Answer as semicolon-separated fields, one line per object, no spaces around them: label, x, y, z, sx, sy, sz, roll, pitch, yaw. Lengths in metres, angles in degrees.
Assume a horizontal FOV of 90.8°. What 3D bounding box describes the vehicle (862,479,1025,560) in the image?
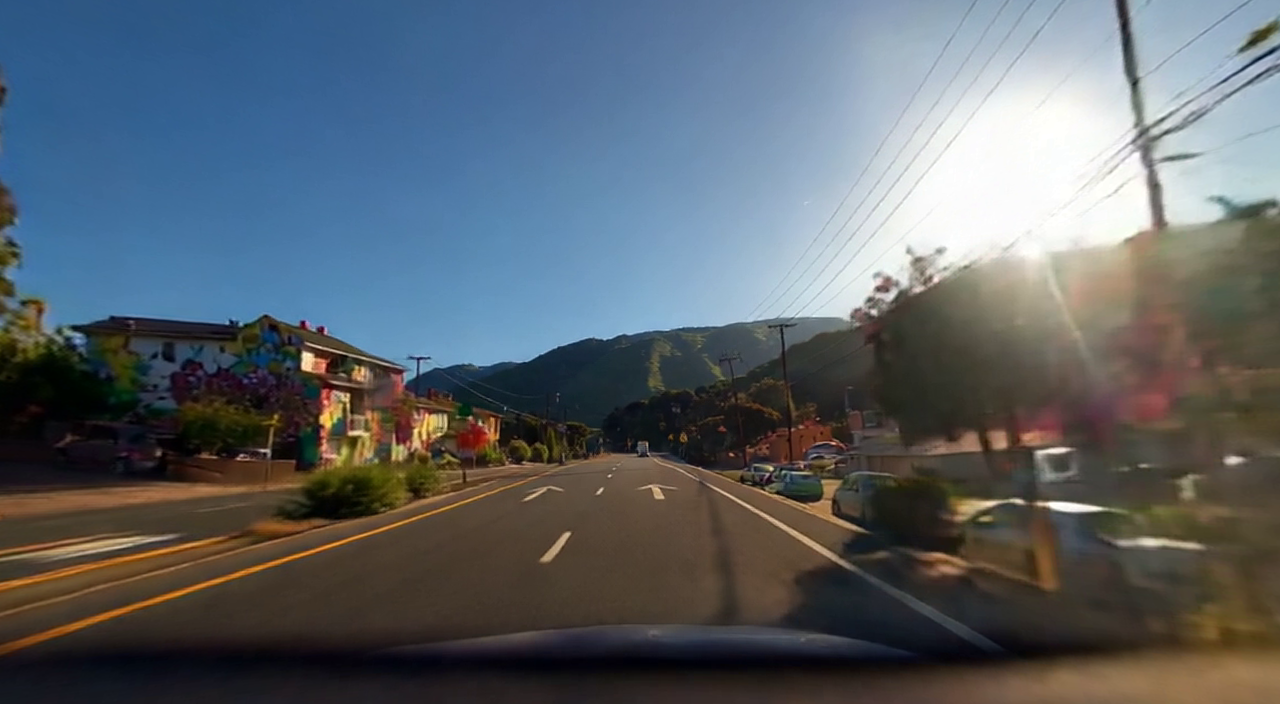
vehicle;6.883;3.818;14.881;1.797;1.401;4.088;0;-8;0

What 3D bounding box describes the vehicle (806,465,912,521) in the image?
vehicle;6.901;4.463;20.418;1.838;1.475;4.152;0;-9;-2

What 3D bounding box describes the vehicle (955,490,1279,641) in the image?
vehicle;6.673;2.959;9.514;1.781;1.432;4.169;0;-9;2

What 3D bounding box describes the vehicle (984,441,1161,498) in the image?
vehicle;15.263;4.148;22.500;4.798;1.934;1.908;0;-8;0
